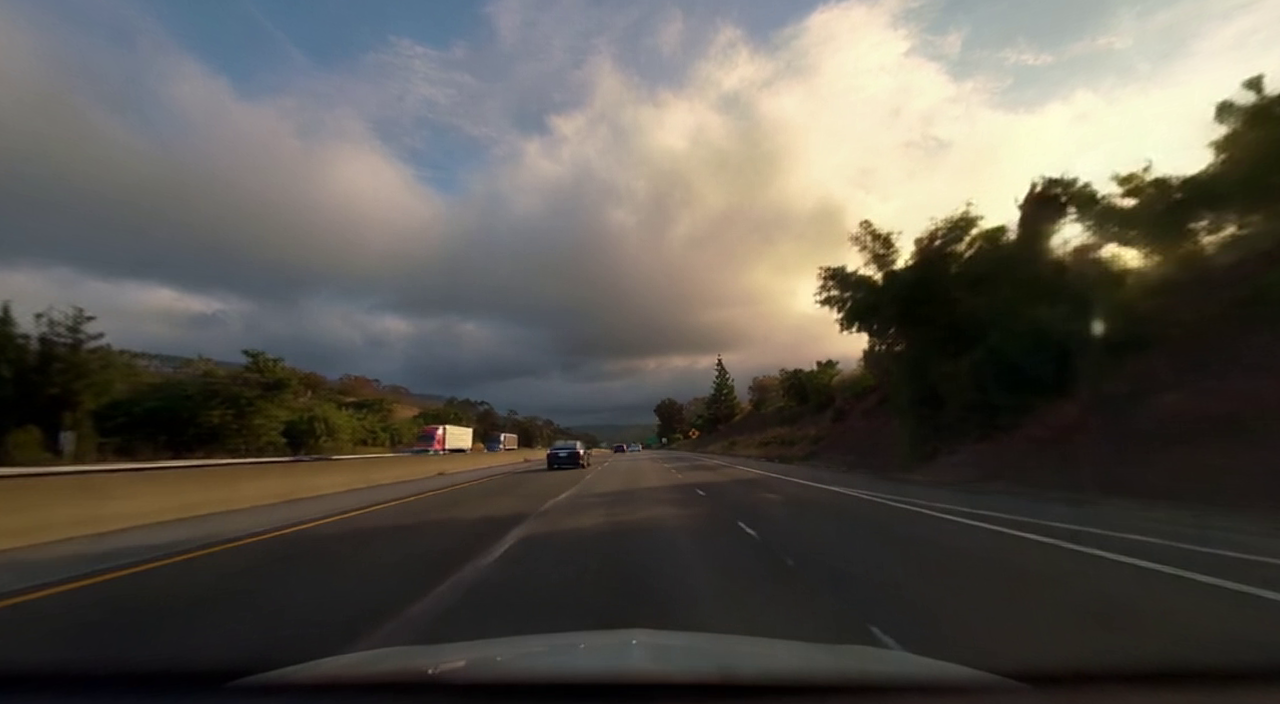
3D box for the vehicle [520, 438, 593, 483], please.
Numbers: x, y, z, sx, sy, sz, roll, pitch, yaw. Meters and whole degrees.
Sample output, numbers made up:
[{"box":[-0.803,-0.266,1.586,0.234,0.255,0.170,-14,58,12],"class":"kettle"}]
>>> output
[{"box":[-3.130,4.147,24.466,2.158,1.562,4.373,-1,-8,1],"class":"vehicle"}]
